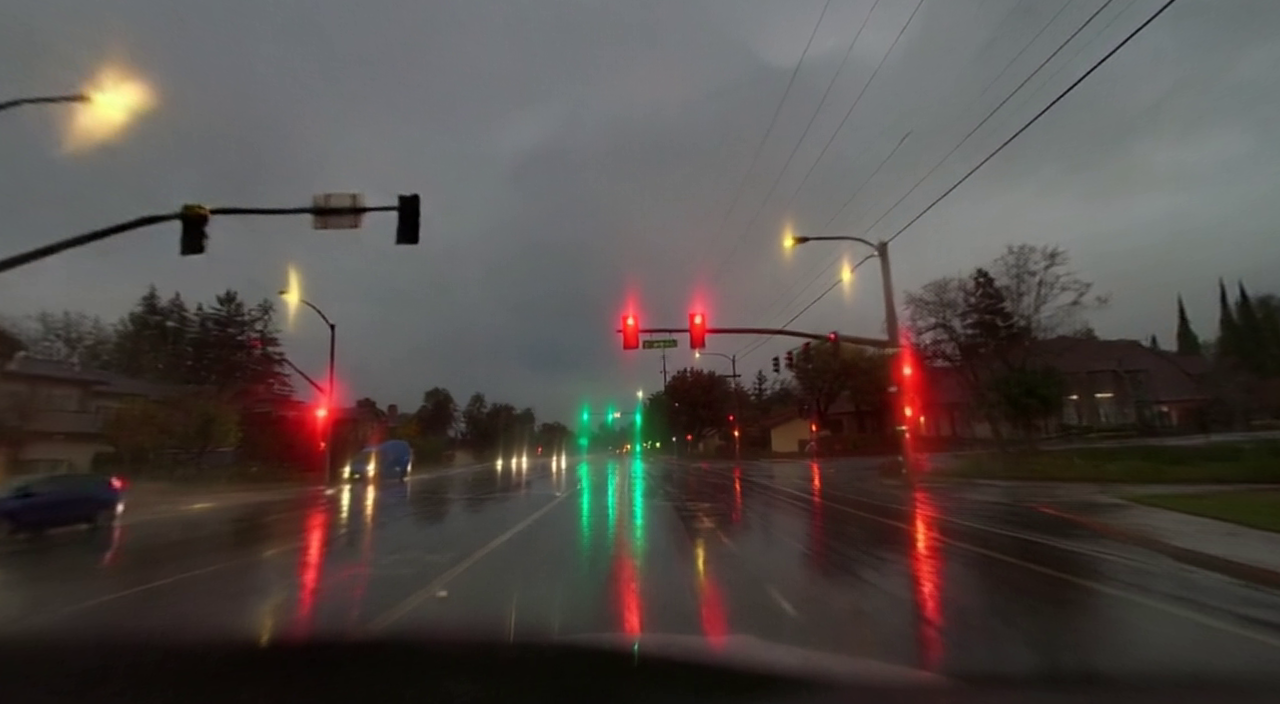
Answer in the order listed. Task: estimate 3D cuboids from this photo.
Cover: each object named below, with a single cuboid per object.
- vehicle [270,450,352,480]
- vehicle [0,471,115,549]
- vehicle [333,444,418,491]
[{"bbox_3d":[-21.298,7.310,41.040,4.323,1.678,1.890,-2,-7,-2],"label":"vehicle"},{"bbox_3d":[-14.038,3.385,13.575,1.888,1.470,4.282,0,-9,-1],"label":"vehicle"},{"bbox_3d":[-13.830,6.030,33.435,2.346,2.217,5.290,0,-9,-2],"label":"vehicle"}]
